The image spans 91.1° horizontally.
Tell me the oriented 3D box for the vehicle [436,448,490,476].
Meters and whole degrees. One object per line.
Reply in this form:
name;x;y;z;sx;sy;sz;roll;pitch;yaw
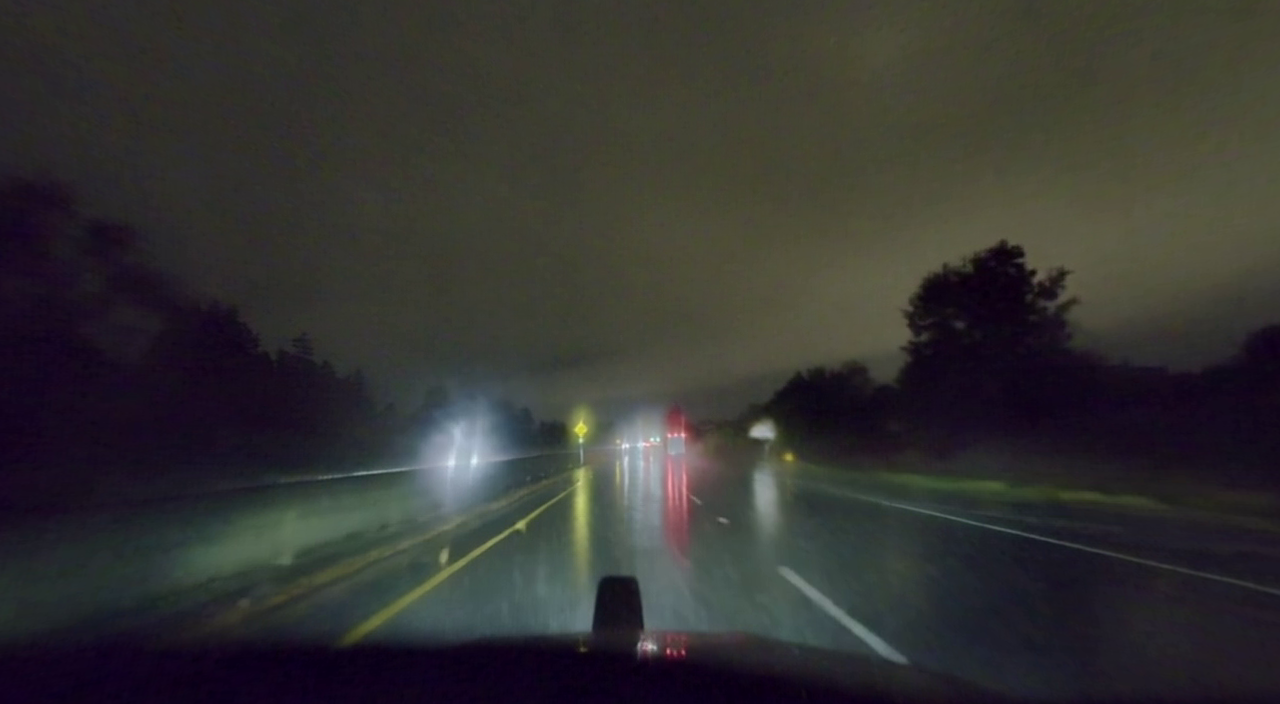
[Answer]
vehicle;-10.496;6.547;37.644;1.988;1.522;4.582;0;-9;-1
